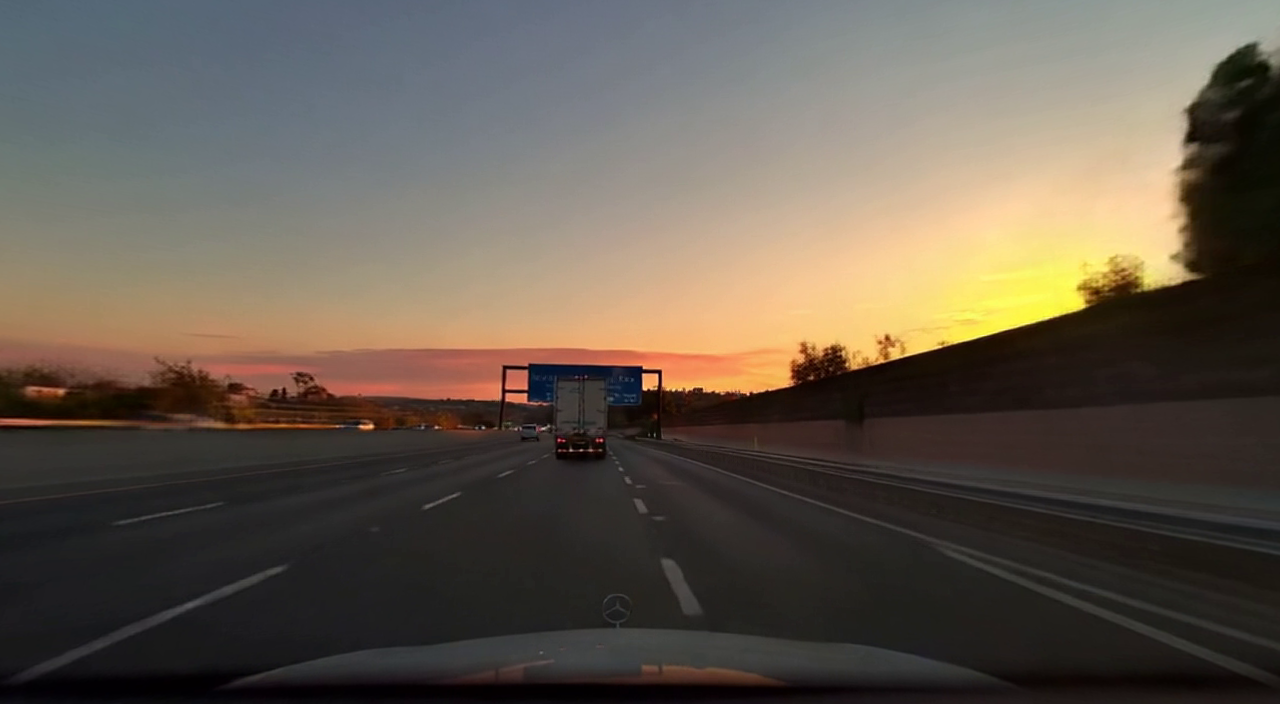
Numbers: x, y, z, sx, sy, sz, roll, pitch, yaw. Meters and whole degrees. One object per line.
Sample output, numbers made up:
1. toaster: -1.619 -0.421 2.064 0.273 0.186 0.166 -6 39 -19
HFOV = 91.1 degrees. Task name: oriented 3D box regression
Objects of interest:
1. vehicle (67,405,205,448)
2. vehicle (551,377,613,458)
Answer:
1. vehicle: -22.039 3.316 27.819 2.213 1.692 4.978 2 -7 -4
2. vehicle: -3.296 4.059 37.241 3.002 3.987 12.477 1 -8 -4
